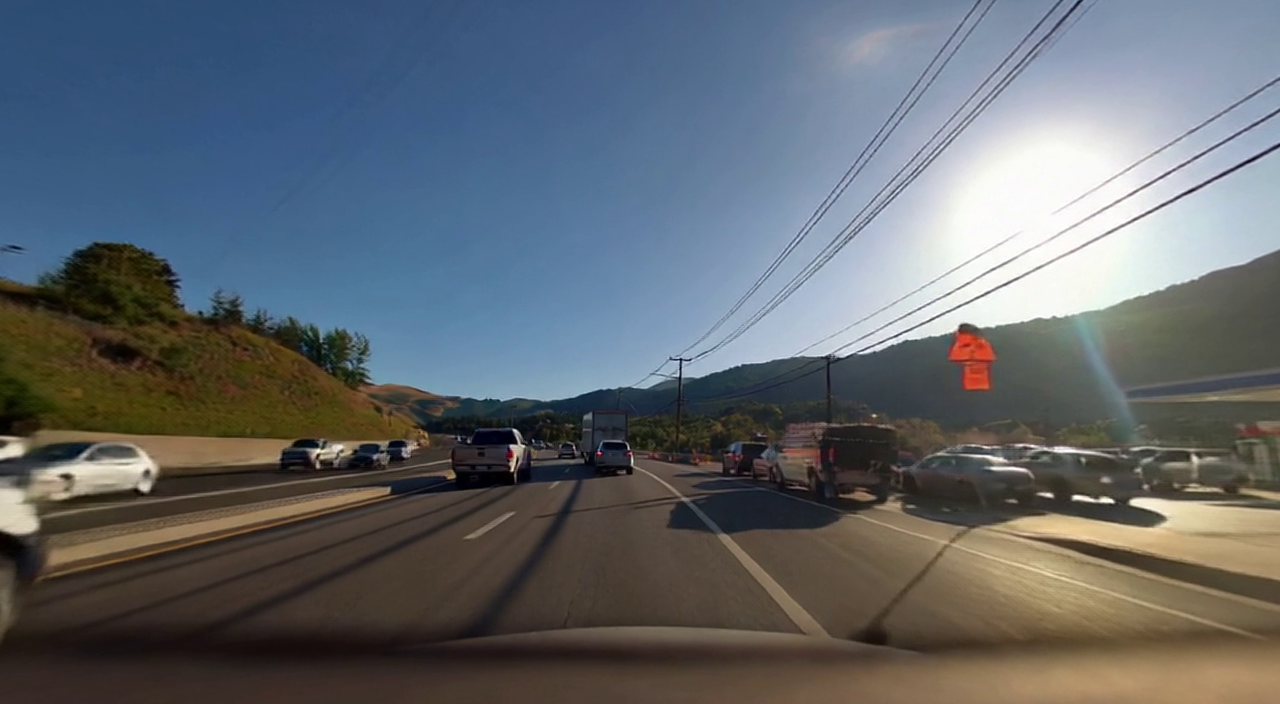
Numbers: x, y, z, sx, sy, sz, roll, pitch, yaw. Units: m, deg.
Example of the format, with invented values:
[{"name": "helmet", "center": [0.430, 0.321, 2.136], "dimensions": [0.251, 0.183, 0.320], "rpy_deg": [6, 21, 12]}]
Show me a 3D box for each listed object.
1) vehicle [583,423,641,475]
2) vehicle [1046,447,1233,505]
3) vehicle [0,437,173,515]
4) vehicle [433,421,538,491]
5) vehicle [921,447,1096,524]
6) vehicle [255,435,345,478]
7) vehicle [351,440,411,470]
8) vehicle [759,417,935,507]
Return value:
[{"name": "vehicle", "center": [-1.457, 4.648, 30.439], "dimensions": [2.486, 2.280, 5.291], "rpy_deg": [1, -8, -5]}, {"name": "vehicle", "center": [17.258, 4.231, 22.227], "dimensions": [1.986, 1.771, 4.809], "rpy_deg": [2, -9, -14]}, {"name": "vehicle", "center": [-13.165, 2.686, 14.248], "dimensions": [1.888, 1.456, 4.537], "rpy_deg": [0, -8, -2]}, {"name": "vehicle", "center": [-4.965, 3.447, 21.323], "dimensions": [2.345, 2.012, 5.693], "rpy_deg": [0, -8, -3]}, {"name": "vehicle", "center": [9.207, 3.319, 16.292], "dimensions": [1.933, 1.480, 4.249], "rpy_deg": [2, -6, -1]}, {"name": "vehicle", "center": [-14.317, 4.420, 26.896], "dimensions": [1.817, 1.670, 3.890], "rpy_deg": [0, -8, -3]}, {"name": "vehicle", "center": [-14.830, 5.885, 36.434], "dimensions": [1.930, 1.591, 4.408], "rpy_deg": [1, -8, -5]}, {"name": "vehicle", "center": [5.755, 3.204, 18.943], "dimensions": [2.706, 2.199, 6.527], "rpy_deg": [0, -8, -4]}]
